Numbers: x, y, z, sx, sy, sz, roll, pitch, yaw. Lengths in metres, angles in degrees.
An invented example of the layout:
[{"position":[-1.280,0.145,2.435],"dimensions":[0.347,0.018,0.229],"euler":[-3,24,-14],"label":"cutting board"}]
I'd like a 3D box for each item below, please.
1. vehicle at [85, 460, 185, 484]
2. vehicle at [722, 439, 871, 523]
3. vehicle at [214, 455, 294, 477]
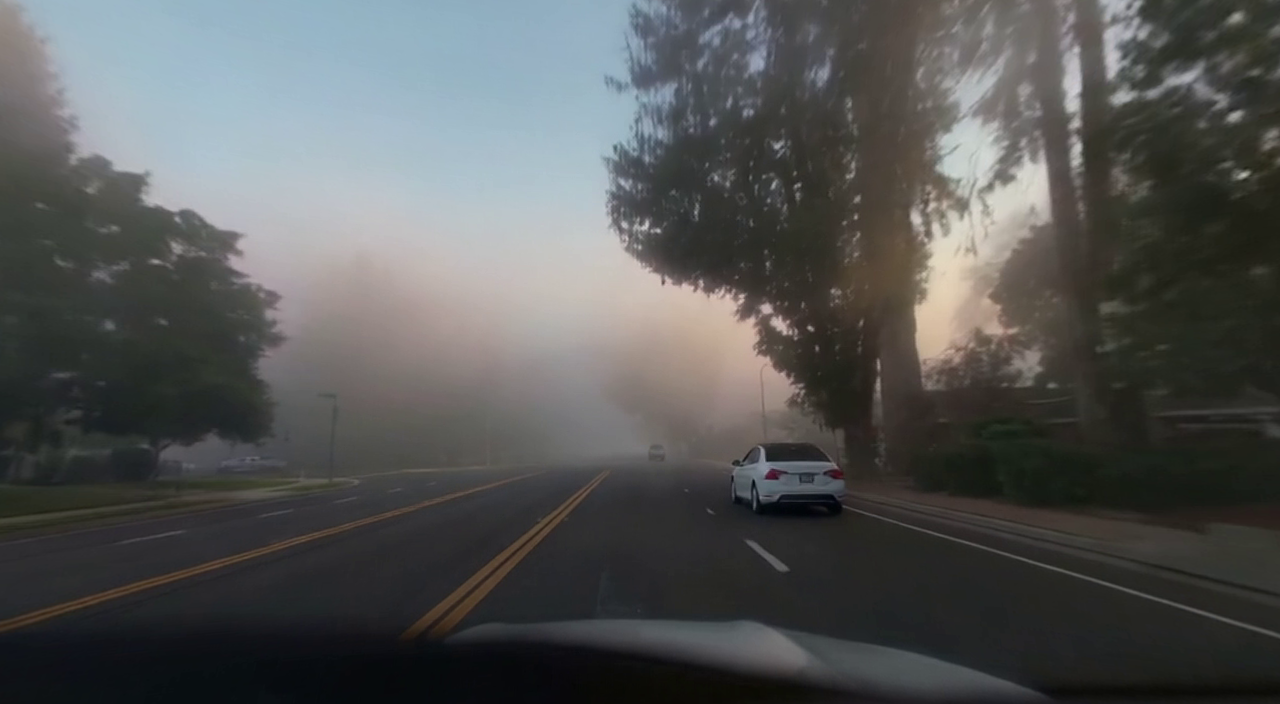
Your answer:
[{"position":[-31.768,7.546,39.840],"dimensions":[4.684,1.435,1.893],"euler":[0,-9,2],"label":"vehicle"},{"position":[3.115,2.661,13.603],"dimensions":[2.057,1.493,4.225],"euler":[0,-9,-1],"label":"vehicle"},{"position":[-29.462,8.720,48.283],"dimensions":[4.917,1.598,1.937],"euler":[-1,-9,4],"label":"vehicle"}]
